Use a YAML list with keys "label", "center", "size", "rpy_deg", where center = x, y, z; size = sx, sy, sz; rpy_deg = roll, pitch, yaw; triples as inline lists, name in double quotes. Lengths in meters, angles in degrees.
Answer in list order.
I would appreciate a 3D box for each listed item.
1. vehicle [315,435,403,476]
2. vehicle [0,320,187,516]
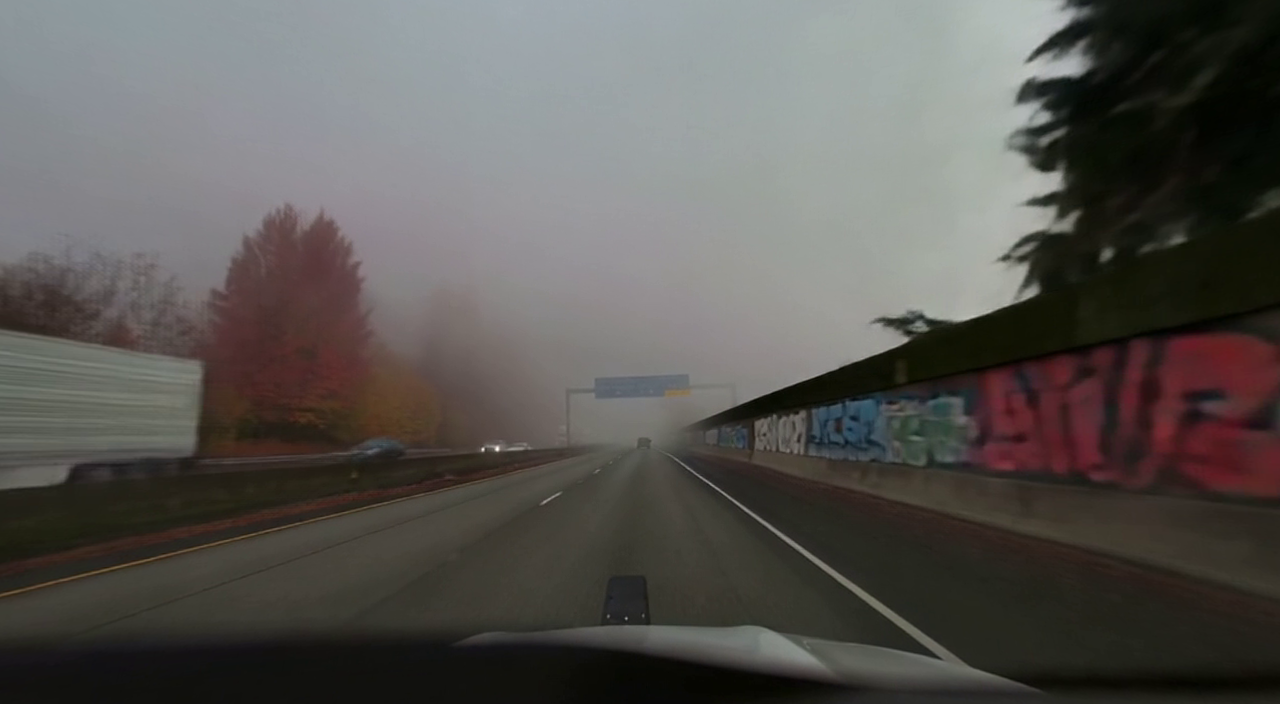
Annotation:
- label: "vehicle"
  center: [-14.365, 5.301, 32.539]
  size: [2.078, 1.922, 5.241]
  rpy_deg: [0, -8, 0]
- label: "vehicle"
  center: [-14.770, 1.122, 11.297]
  size: [2.934, 4.031, 13.776]
  rpy_deg: [0, -8, 0]
